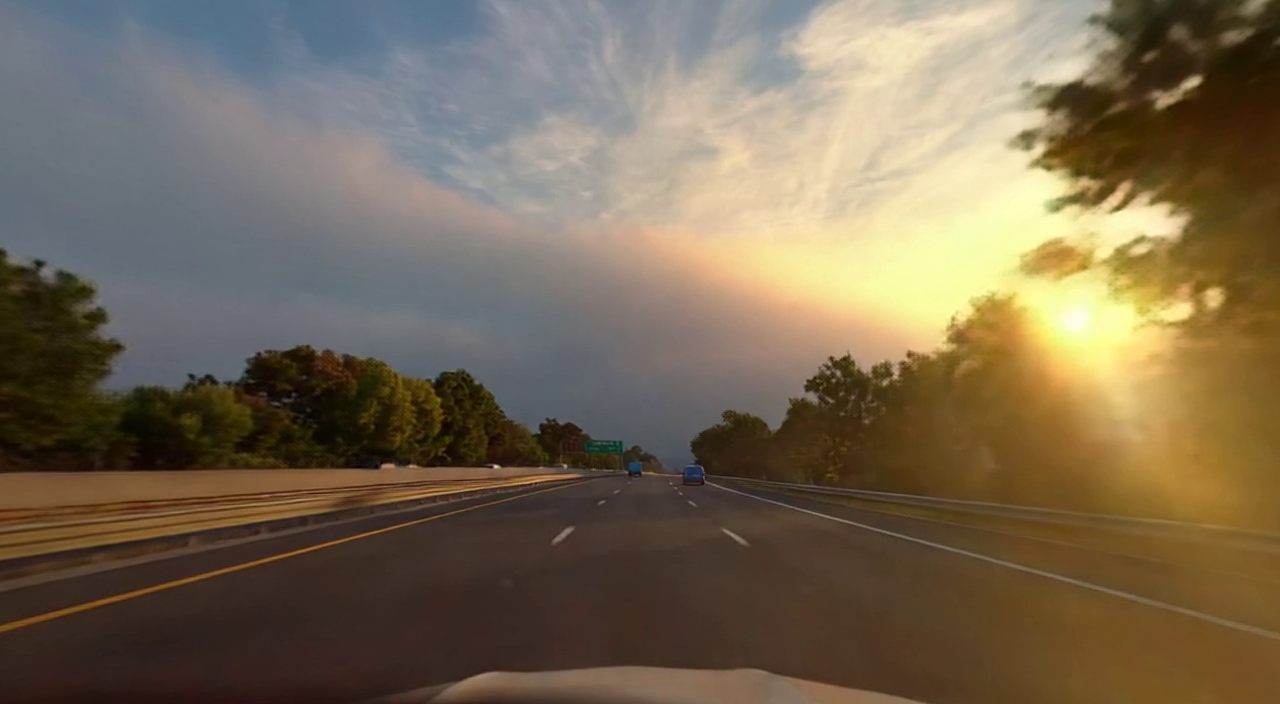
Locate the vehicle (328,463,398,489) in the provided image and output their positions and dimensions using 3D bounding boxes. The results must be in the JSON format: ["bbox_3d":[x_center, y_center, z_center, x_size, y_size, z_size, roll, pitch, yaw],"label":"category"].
[{"bbox_3d":[-16.079,7.250,36.882,2.023,1.373,4.618,0,-11,0],"label":"vehicle"}]
